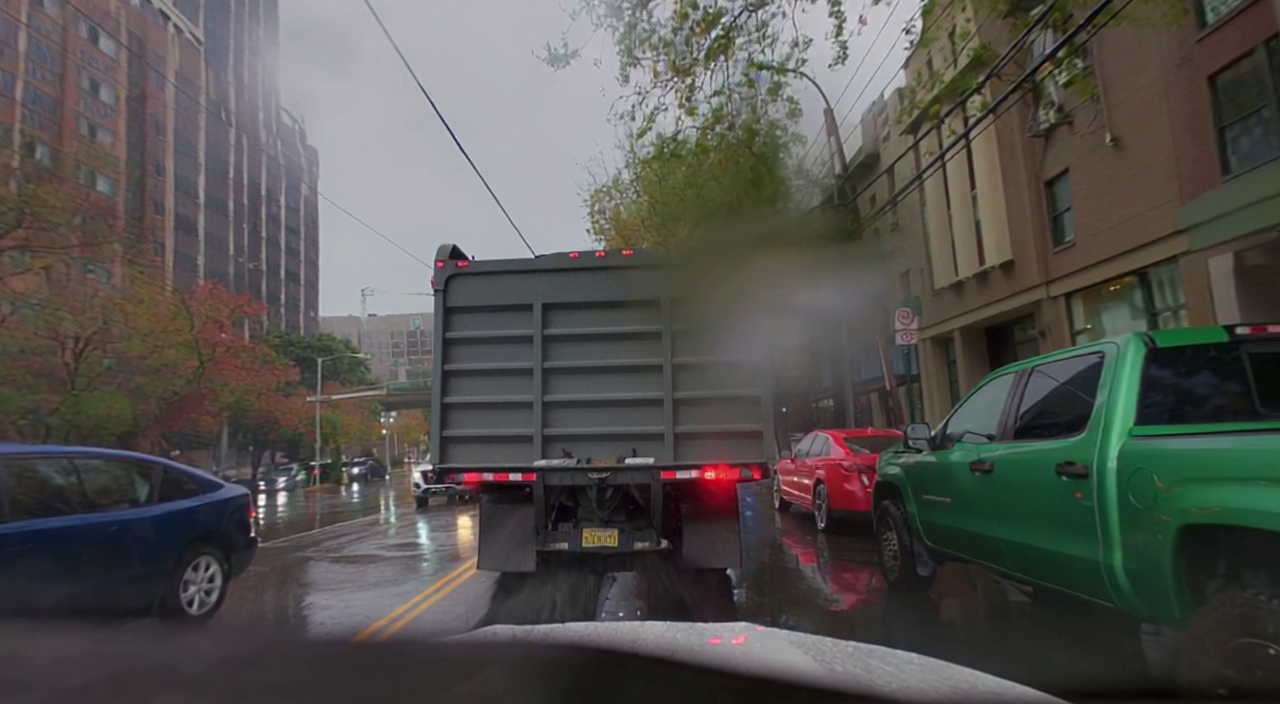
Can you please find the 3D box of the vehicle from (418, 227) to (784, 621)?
[{"bbox_3d":[-0.219,1.132,9.271,2.878,3.204,8.244,0,-8,1],"label":"vehicle"}]

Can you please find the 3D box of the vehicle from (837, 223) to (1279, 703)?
[{"bbox_3d":[3.235,0.843,3.860,2.242,1.979,5.722,0,-8,1],"label":"vehicle"}]

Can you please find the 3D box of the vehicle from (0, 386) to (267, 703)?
[{"bbox_3d":[-4.121,0.982,2.934,1.988,1.657,4.492,0,-8,0],"label":"vehicle"}]
